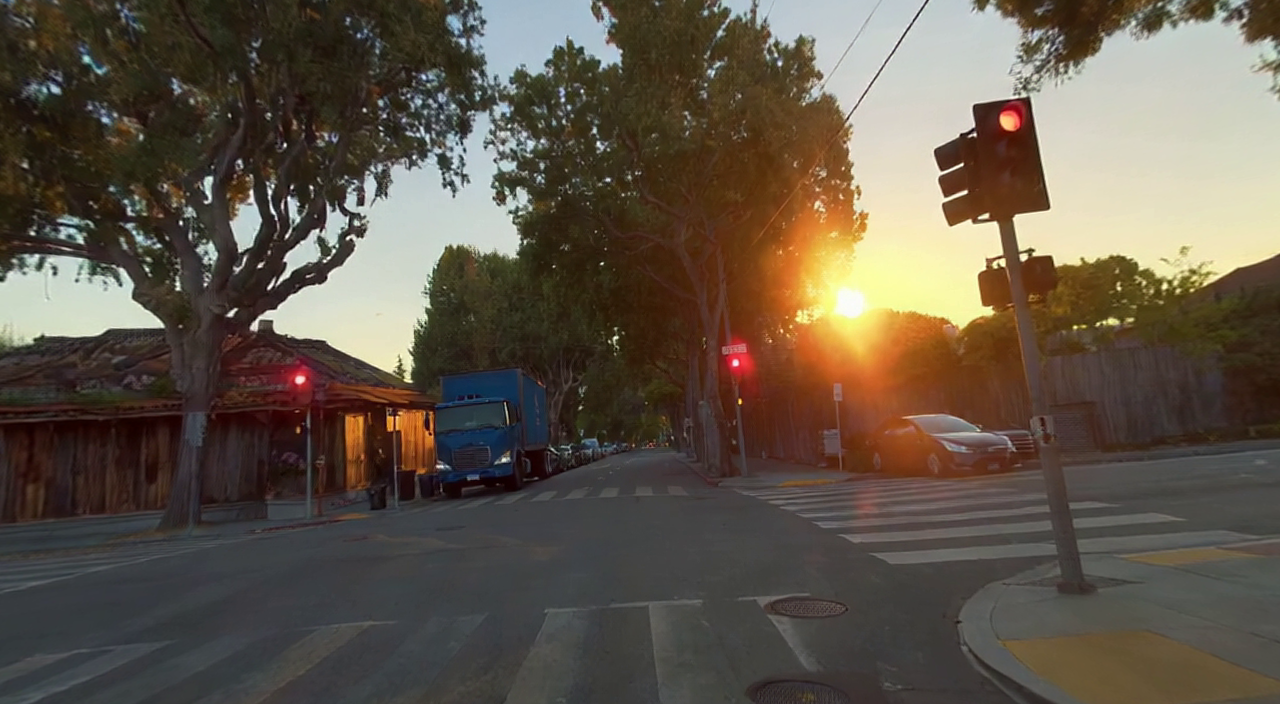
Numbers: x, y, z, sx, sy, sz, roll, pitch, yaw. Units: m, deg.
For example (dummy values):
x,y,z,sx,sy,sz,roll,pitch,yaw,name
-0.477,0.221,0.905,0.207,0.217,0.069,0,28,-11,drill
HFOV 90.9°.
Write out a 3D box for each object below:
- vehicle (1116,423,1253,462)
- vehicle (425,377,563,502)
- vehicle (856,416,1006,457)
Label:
x,y,z,sx,sy,sz,roll,pitch,yaw,name
24.946,4.166,29.019,4.268,1.695,2.053,0,-8,3,vehicle
-5.749,3.761,27.091,3.113,4.041,10.284,-6,-8,0,vehicle
10.686,3.141,23.420,4.643,1.456,1.820,-1,-8,5,vehicle
